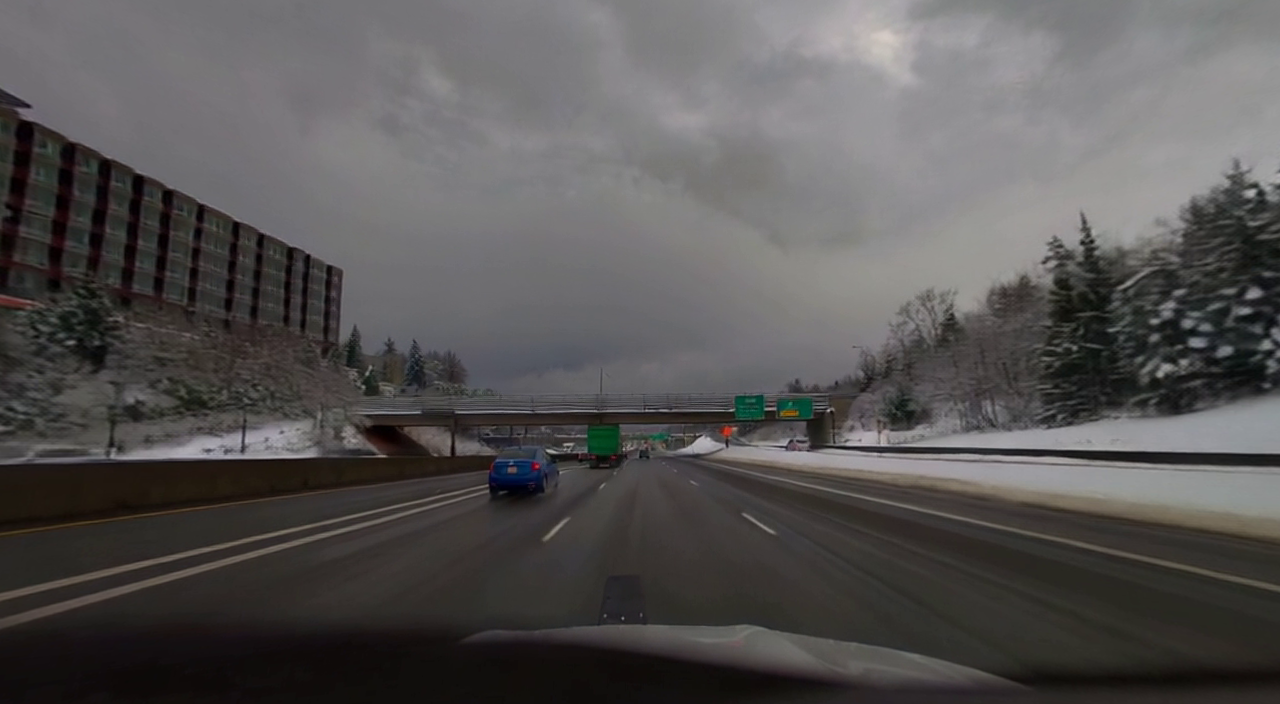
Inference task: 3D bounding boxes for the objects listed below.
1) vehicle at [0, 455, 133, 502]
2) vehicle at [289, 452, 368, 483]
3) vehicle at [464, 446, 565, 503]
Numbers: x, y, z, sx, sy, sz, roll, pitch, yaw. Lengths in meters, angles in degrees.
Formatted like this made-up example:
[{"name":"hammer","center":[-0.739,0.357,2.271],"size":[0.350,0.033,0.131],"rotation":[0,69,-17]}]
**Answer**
[{"name":"vehicle","center":[-20.115,4.326,21.837],"size":[1.790,1.450,3.815],"rotation":[0,-9,1]},{"name":"vehicle","center":[-15.774,5.852,32.148],"size":[1.845,1.479,4.108],"rotation":[0,-9,1]},{"name":"vehicle","center":[-3.592,3.606,18.964],"size":[2.039,1.478,4.483],"rotation":[0,-9,1]}]
